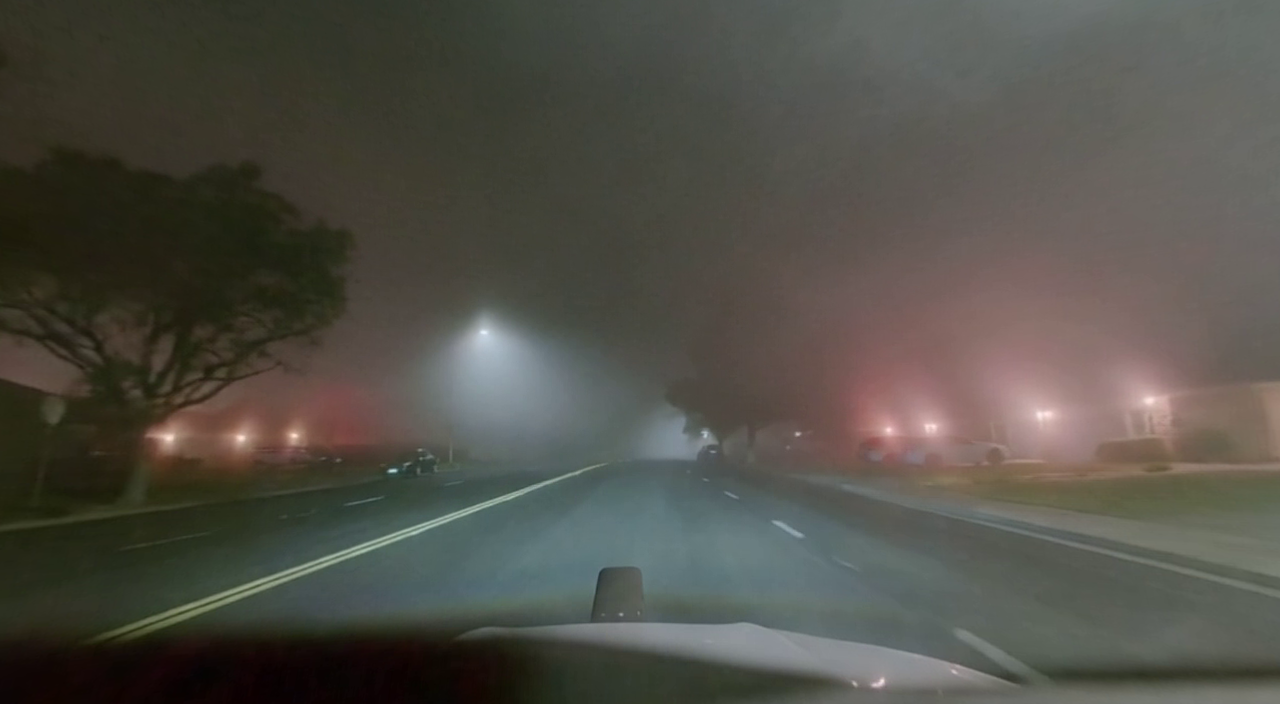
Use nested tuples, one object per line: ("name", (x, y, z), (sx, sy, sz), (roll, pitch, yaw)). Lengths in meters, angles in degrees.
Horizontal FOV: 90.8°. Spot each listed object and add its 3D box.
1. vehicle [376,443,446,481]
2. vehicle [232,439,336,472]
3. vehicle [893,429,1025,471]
("vehicle", (-11.380, 5.498, 31.736), (2.020, 1.691, 4.308), (-2, -10, -2))
("vehicle", (-21.111, 6.128, 37.590), (4.830, 1.857, 2.183), (-1, -9, 2))
("vehicle", (14.224, 4.412, 28.425), (4.775, 1.524, 1.983), (-4, -9, 3))
